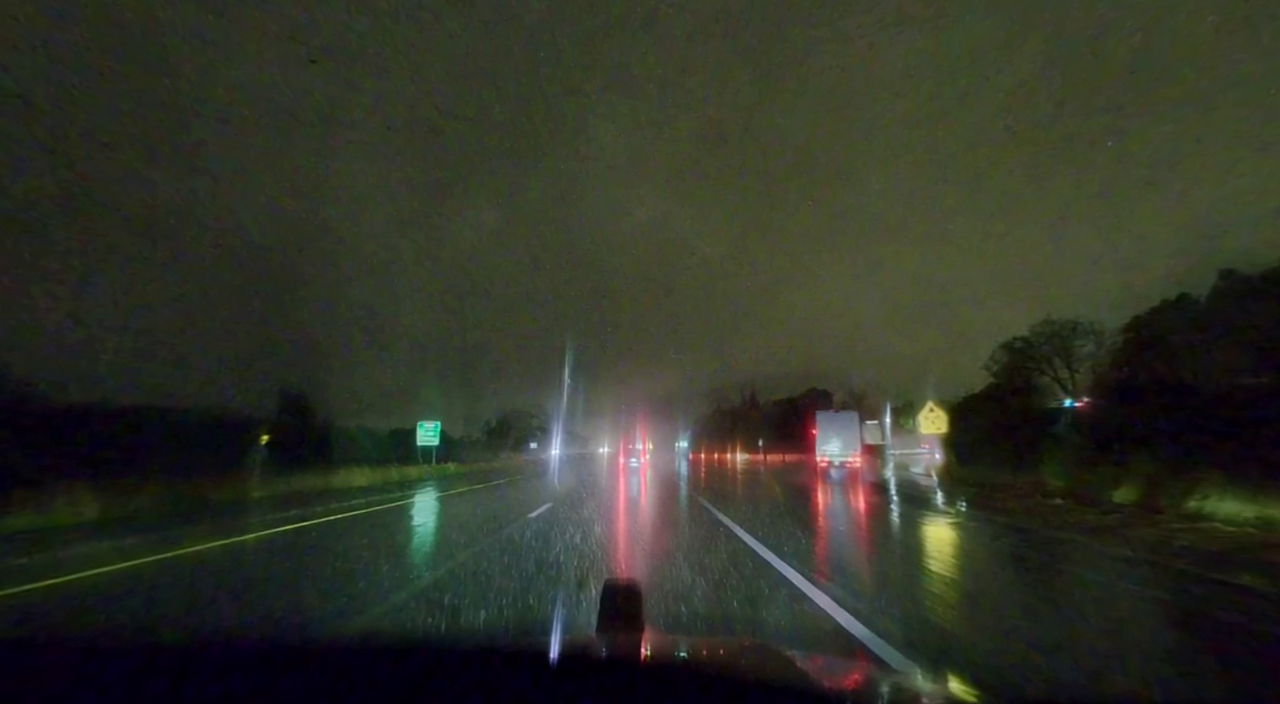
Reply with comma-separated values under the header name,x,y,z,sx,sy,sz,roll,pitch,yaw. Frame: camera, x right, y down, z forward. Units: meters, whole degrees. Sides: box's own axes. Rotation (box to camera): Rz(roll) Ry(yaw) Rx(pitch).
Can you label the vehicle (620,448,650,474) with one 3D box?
name,x,y,z,sx,sy,sz,roll,pitch,yaw
vehicle,-0.264,6.341,36.810,1.695,1.437,3.506,0,-9,1
